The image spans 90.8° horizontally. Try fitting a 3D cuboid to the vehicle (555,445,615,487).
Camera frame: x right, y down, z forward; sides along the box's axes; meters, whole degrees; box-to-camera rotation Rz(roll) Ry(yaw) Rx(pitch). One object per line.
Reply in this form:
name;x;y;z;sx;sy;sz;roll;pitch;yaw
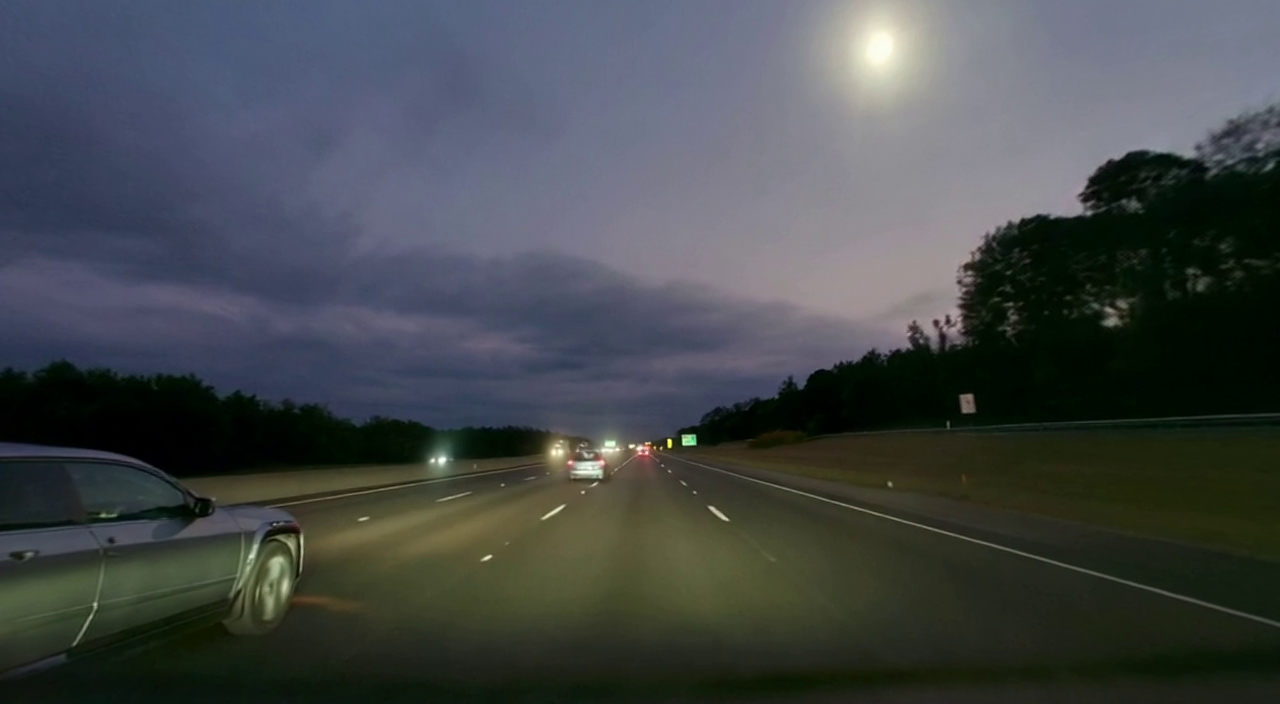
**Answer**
vehicle;-2.076;4.485;25.012;1.908;1.515;3.871;0;-9;2
